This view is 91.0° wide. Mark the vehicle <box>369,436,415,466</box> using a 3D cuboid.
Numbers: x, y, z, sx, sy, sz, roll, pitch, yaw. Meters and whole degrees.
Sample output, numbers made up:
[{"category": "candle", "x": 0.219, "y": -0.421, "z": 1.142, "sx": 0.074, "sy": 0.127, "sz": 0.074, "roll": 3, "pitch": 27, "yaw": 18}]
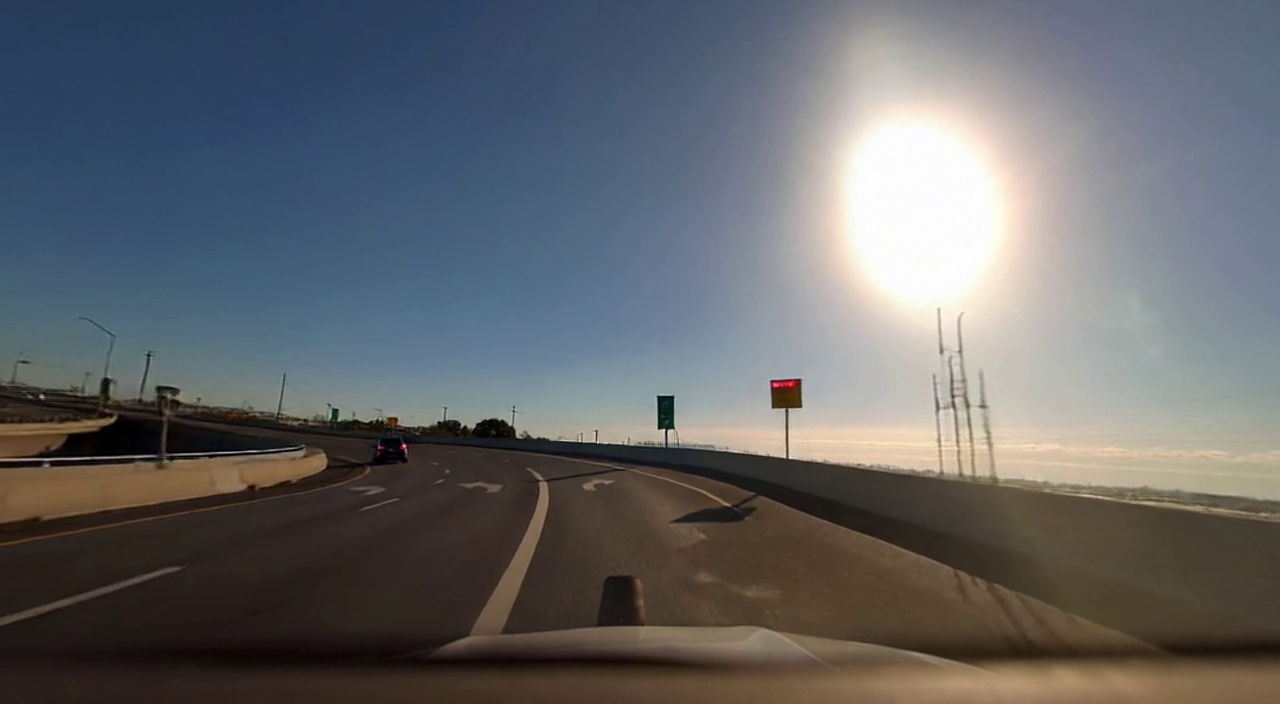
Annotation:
[{"category": "vehicle", "x": -14.268, "y": 5.645, "z": 36.072, "sx": 2.234, "sy": 1.588, "sz": 4.484, "roll": 4, "pitch": -9, "yaw": -22}]
